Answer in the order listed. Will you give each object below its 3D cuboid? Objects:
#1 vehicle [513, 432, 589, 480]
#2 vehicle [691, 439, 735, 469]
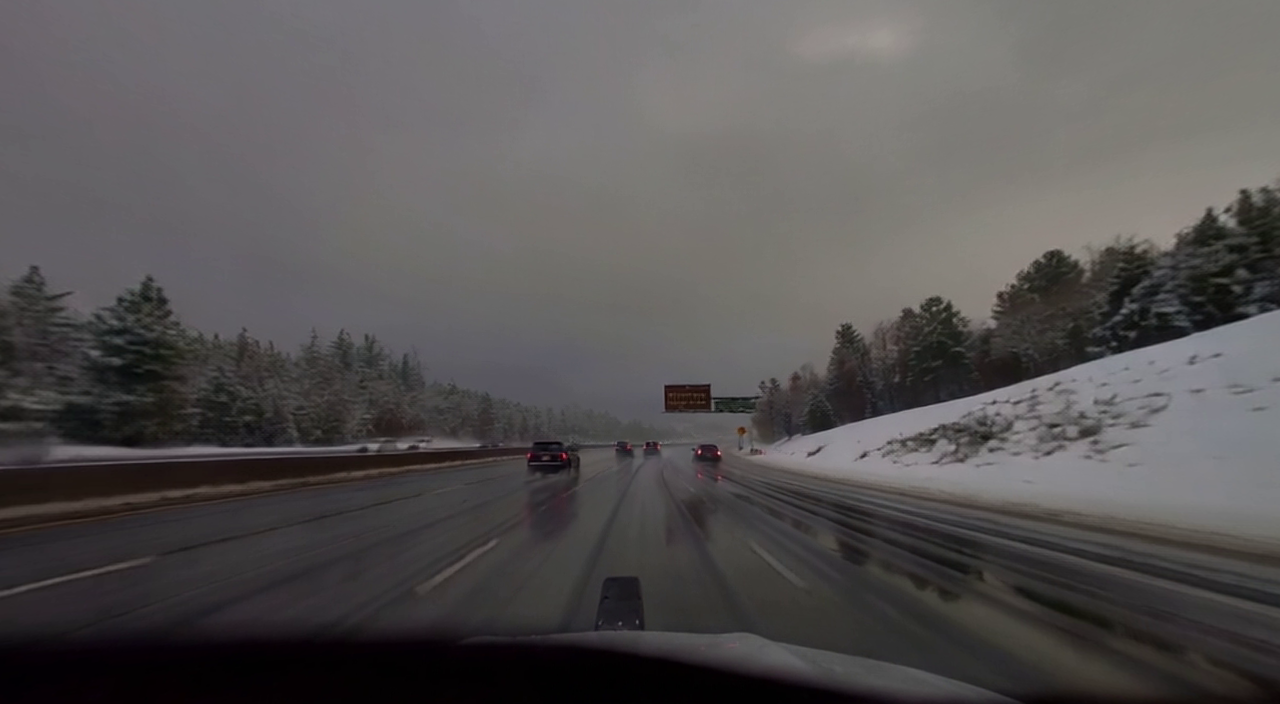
[{"bbox_3d":[-3.377,4.069,24.937,2.166,1.700,4.661,0,-8,2],"label":"vehicle"},{"bbox_3d":[4.514,6.381,39.739,2.164,1.788,4.500,0,-8,0],"label":"vehicle"}]
